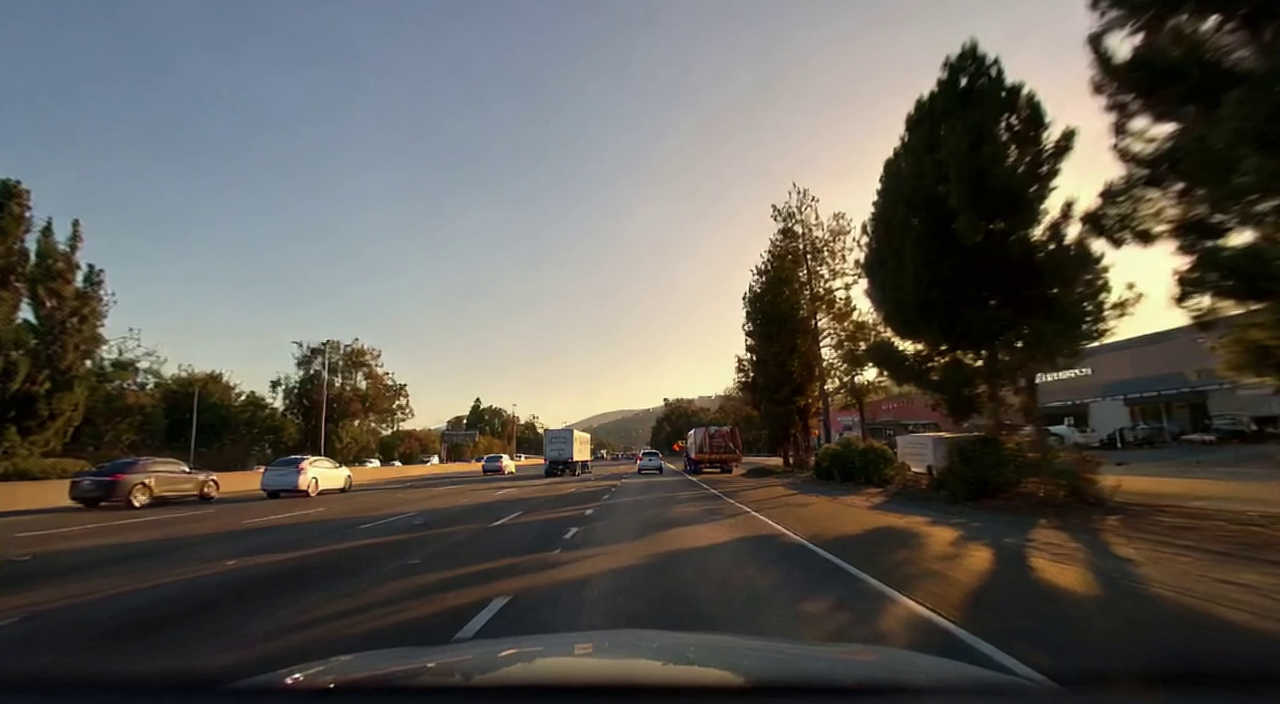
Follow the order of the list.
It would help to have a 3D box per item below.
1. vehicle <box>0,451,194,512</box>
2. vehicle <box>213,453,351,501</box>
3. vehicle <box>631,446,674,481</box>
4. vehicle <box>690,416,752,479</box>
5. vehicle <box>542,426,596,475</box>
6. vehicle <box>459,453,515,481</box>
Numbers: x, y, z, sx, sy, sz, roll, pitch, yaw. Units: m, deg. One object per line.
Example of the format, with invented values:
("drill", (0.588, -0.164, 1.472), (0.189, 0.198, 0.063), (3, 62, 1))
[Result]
("vehicle", (-16.450, 3.884, 19.416), (1.885, 1.591, 4.599), (-1, -9, 3))
("vehicle", (-12.589, 4.392, 22.633), (1.928, 1.480, 4.823), (-1, -8, 3))
("vehicle", (0.692, 6.157, 35.247), (2.227, 1.794, 4.646), (0, -8, 1))
("vehicle", (5.519, 6.965, 45.412), (2.801, 3.732, 11.836), (-4, -9, 0))
("vehicle", (-5.335, 7.570, 48.860), (2.796, 3.426, 8.553), (-1, -8, 2))
("vehicle", (-8.976, 6.755, 37.428), (1.929, 1.477, 4.746), (-1, -9, 3))
